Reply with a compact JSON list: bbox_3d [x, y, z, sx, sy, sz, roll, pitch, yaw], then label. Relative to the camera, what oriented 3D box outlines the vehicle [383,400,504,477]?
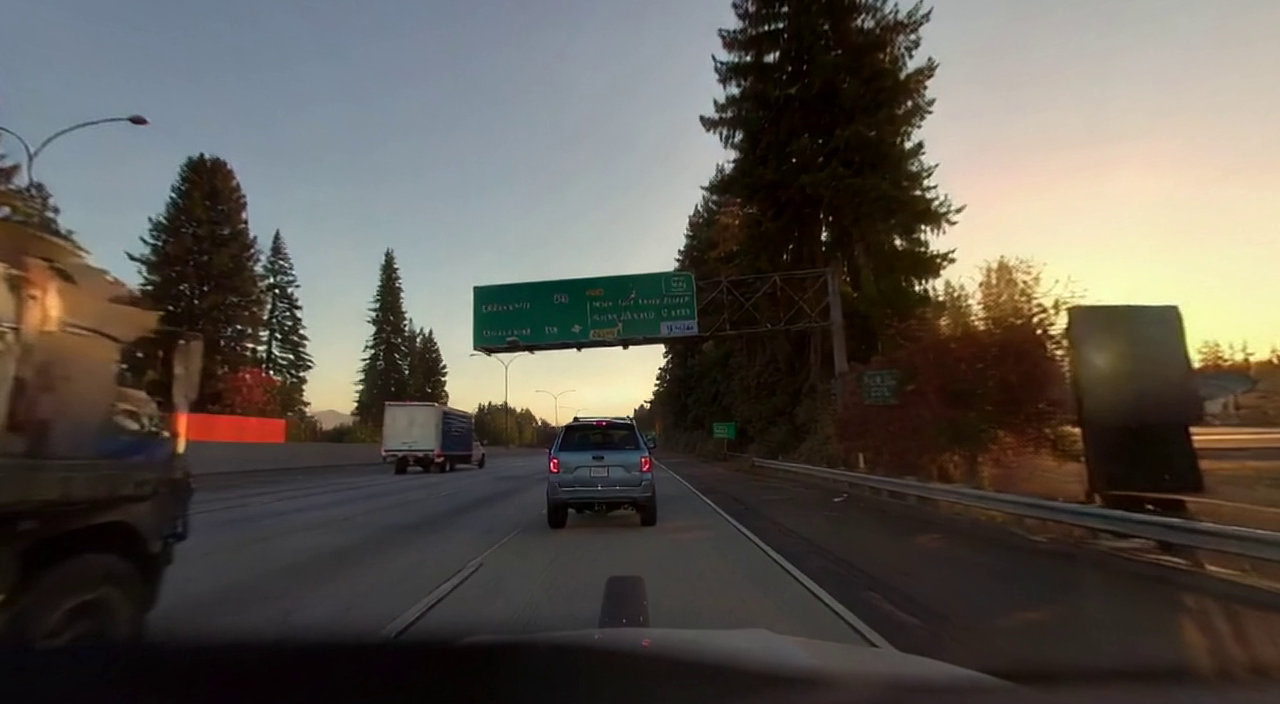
[{"bbox_3d":[-10.792,5.064,36.598,3.347,3.686,12.113,0,-8,-1],"label":"vehicle"}]

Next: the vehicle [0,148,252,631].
[{"bbox_3d":[-6.167,0.059,3.165,2.876,3.584,9.195,0,-8,-3],"label":"vehicle"}]

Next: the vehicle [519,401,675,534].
[{"bbox_3d":[-0.539,2.124,12.103,2.395,2.013,4.734,-1,-8,3],"label":"vehicle"}]
